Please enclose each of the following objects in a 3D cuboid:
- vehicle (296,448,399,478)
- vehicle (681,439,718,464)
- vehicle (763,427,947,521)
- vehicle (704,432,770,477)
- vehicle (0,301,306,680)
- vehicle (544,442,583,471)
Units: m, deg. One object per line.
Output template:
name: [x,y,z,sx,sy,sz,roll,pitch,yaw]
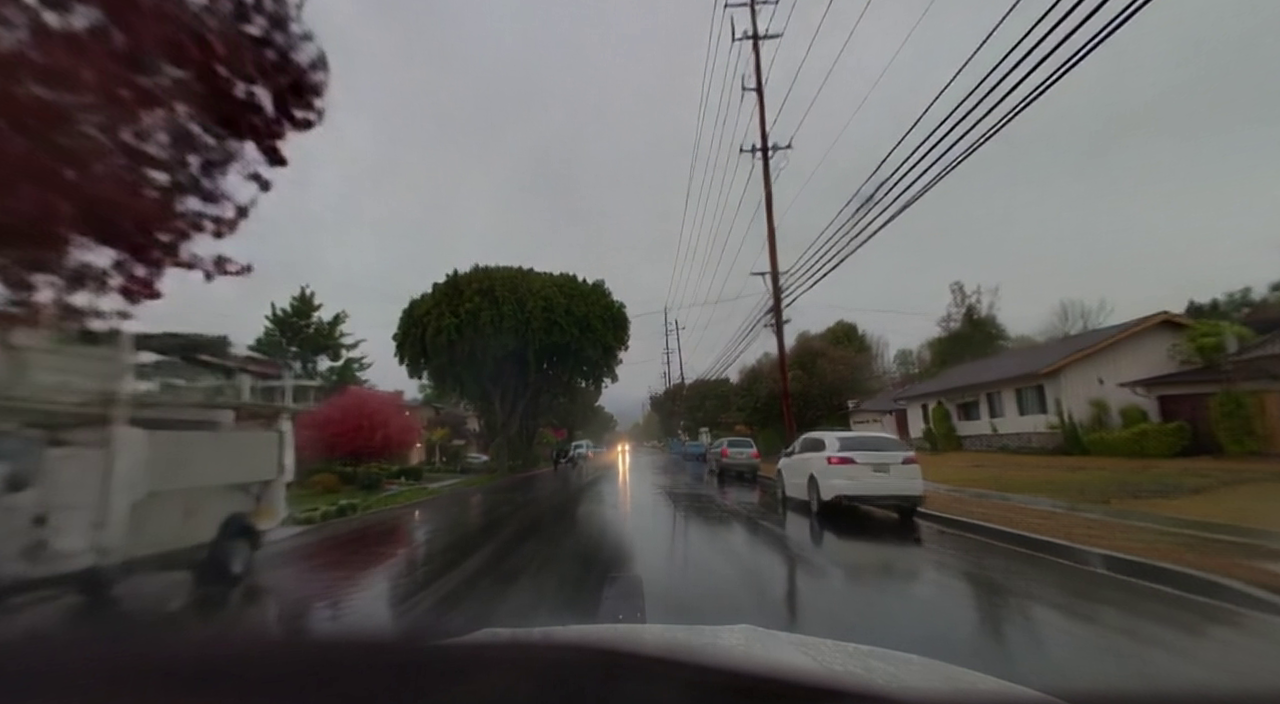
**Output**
vehicle: [-19.402,7.349,42.065,5.746,1.830,2.162,0,-8,-1]
vehicle: [4.103,6.904,44.050,2.040,1.640,4.153,0,-8,-2]
vehicle: [4.023,2.365,12.845,2.016,1.544,4.645,0,-8,-1]
vehicle: [4.021,4.350,26.997,2.105,1.755,4.749,0,-8,1]
vehicle: [-6.060,1.300,6.192,2.313,2.875,6.057,-3,-8,0]
vehicle: [-5.692,7.817,47.631,2.213,1.786,4.674,-6,-8,-1]
